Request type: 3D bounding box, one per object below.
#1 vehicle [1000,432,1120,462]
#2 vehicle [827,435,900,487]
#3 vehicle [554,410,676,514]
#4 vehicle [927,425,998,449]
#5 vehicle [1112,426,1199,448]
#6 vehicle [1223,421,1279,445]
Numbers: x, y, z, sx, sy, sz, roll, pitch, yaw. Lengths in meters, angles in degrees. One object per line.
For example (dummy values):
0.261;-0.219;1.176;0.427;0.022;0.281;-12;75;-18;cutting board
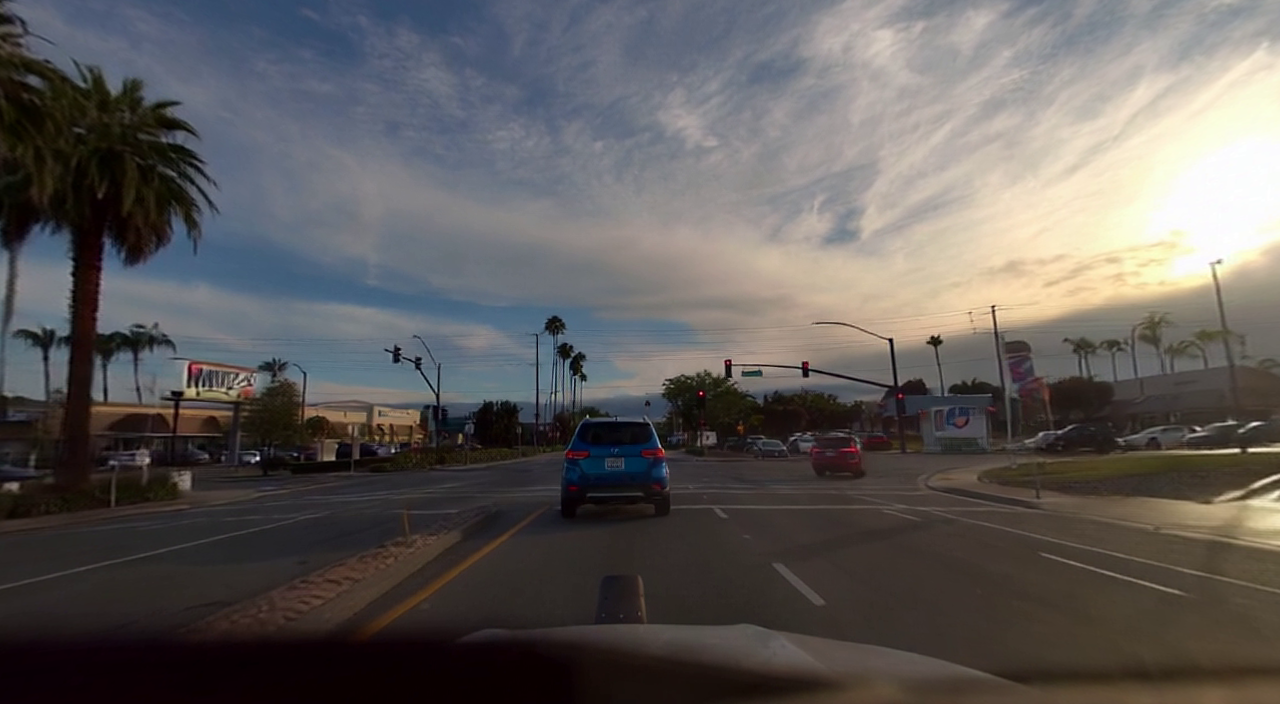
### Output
21.229;4.804;32.041;4.745;1.474;1.923;0;-8;-3;vehicle
7.604;3.718;21.929;2.086;1.560;4.542;-2;-9;16;vehicle
-0.462;2.394;14.155;2.263;1.932;4.709;0;-8;0;vehicle
25.007;6.641;49.021;4.641;1.778;1.958;-6;-10;33;vehicle
36.767;6.100;45.224;4.551;1.471;1.800;-5;-10;32;vehicle
39.512;5.065;39.246;4.527;1.458;1.778;-6;-10;34;vehicle
